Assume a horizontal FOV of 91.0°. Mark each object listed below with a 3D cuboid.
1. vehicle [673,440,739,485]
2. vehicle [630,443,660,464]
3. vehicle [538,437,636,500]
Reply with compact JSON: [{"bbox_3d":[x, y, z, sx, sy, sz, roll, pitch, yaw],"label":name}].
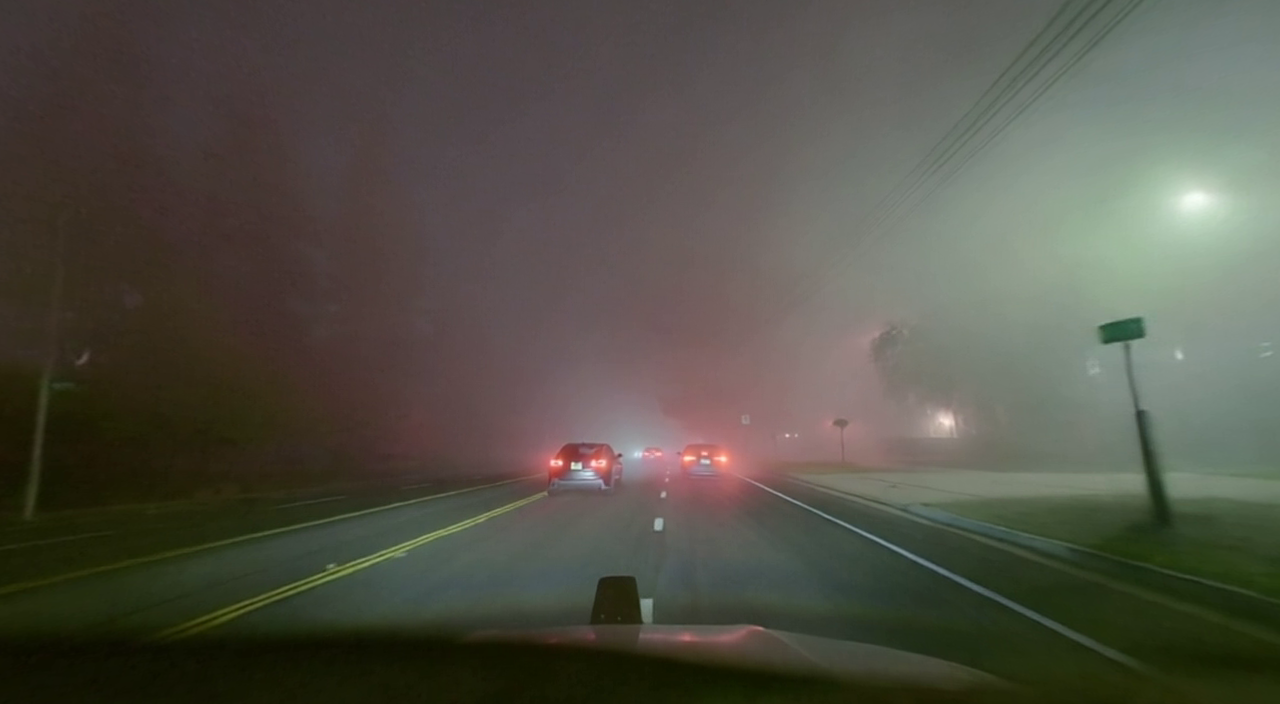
[{"bbox_3d":[2.238,3.869,22.401,2.065,1.456,4.099,0,-8,2],"label":"vehicle"},{"bbox_3d":[0.428,7.642,47.611,2.114,1.500,3.912,0,-8,3],"label":"vehicle"},{"bbox_3d":[-1.283,3.111,17.281,2.030,1.467,4.403,-1,-8,4],"label":"vehicle"}]
